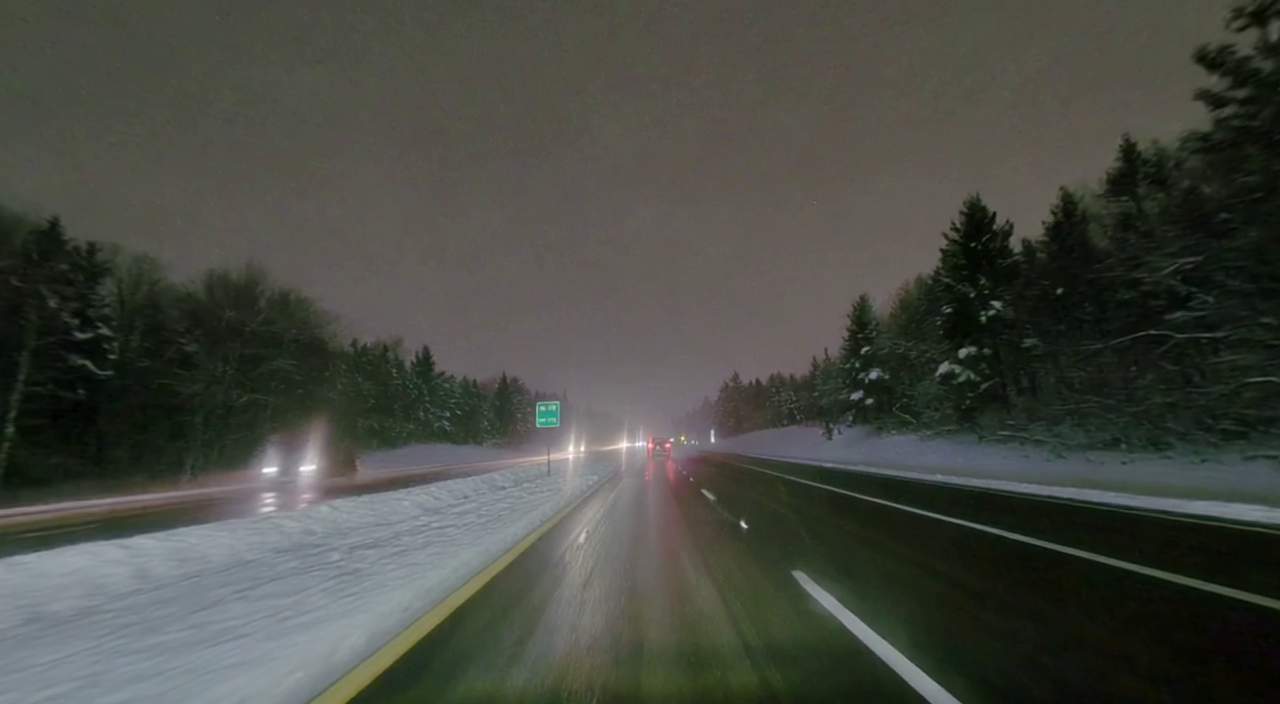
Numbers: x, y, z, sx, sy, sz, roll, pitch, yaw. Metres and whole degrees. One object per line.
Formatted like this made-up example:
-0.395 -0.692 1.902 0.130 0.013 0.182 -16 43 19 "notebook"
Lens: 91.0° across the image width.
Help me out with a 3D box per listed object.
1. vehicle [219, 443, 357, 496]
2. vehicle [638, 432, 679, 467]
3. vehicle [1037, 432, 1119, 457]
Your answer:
-11.373 3.783 20.772 1.866 1.511 4.599 0 -8 1 "vehicle"
1.134 5.903 38.204 2.301 1.944 4.554 0 -8 2 "vehicle"
25.871 5.494 37.243 3.489 1.399 1.702 -2 -8 14 "vehicle"
